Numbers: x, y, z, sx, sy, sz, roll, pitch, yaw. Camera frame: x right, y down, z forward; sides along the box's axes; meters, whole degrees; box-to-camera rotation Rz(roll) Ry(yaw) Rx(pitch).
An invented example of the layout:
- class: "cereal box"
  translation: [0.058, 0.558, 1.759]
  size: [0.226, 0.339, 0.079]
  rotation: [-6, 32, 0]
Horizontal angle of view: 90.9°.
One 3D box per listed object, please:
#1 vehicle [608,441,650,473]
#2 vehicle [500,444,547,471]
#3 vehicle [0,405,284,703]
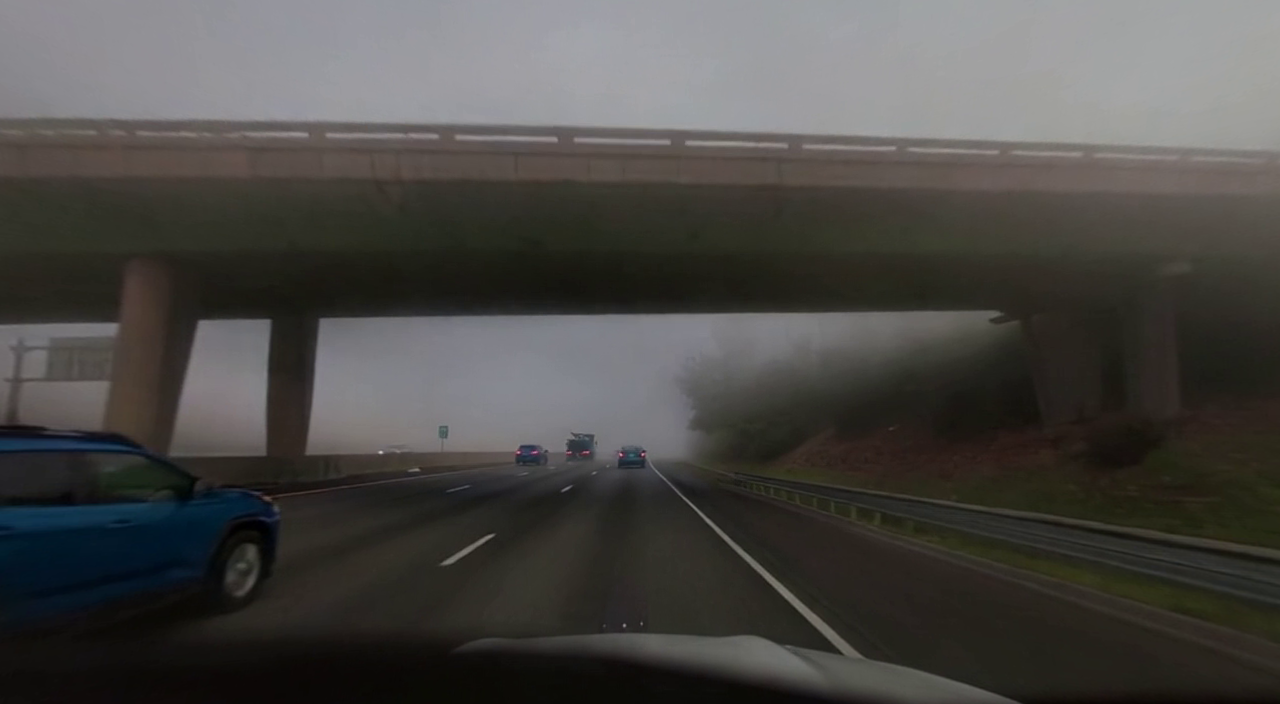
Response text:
- class: "vehicle"
  translation: [-0.613, 6.106, 36.858]
  size: [2.336, 1.722, 4.212]
  rotation: [0, -8, 0]
- class: "vehicle"
  translation: [-7.696, 7.012, 42.093]
  size: [2.115, 1.644, 4.513]
  rotation: [0, -8, 2]
- class: "vehicle"
  translation: [-4.100, 1.010, 3.206]
  size: [1.961, 1.450, 4.496]
  rotation: [0, -8, 0]
